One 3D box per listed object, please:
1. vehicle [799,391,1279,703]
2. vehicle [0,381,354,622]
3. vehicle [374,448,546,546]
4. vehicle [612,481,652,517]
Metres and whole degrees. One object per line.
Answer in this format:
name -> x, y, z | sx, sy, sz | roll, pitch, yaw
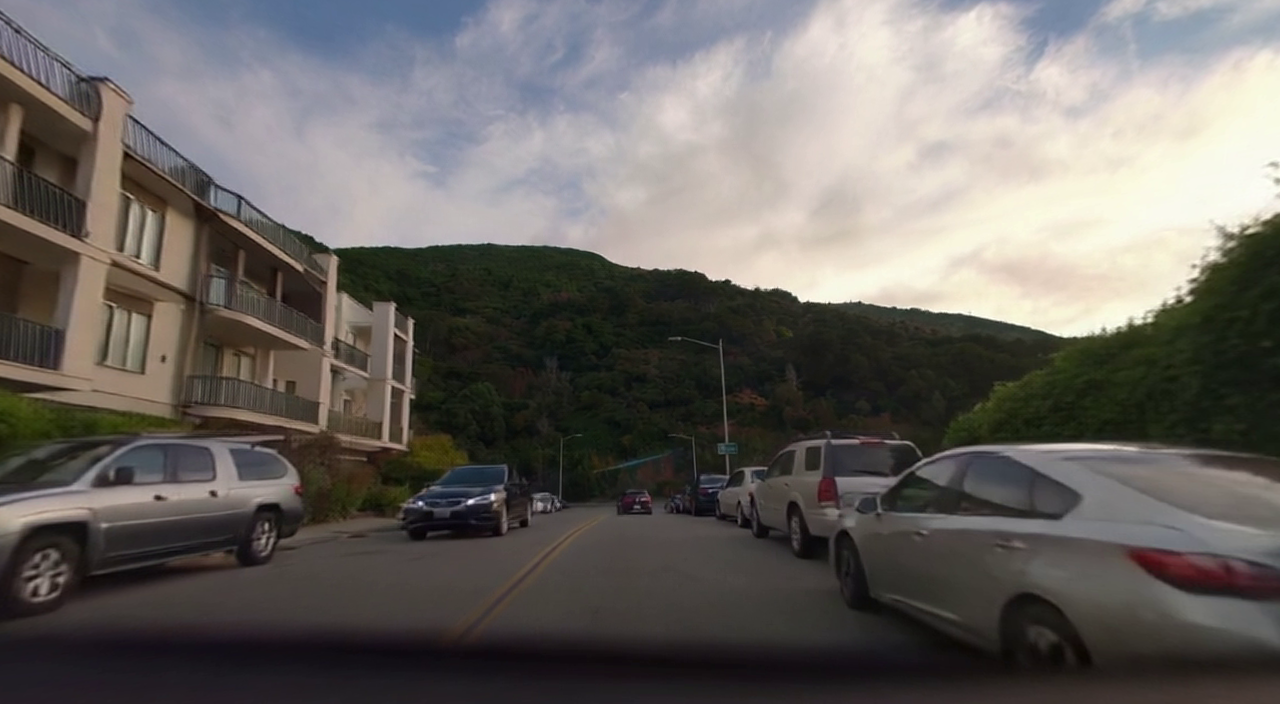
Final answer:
vehicle -> 2.605, 1.175, 3.949 | 1.933, 1.465, 4.698 | 0, -8, -1
vehicle -> -6.412, 1.754, 8.138 | 2.692, 1.949, 5.948 | 0, -11, -1
vehicle -> -3.379, 2.924, 12.973 | 2.102, 1.621, 4.627 | 0, -12, 1
vehicle -> -0.525, 8.600, 36.954 | 2.201, 1.731, 3.854 | 0, -8, -2
